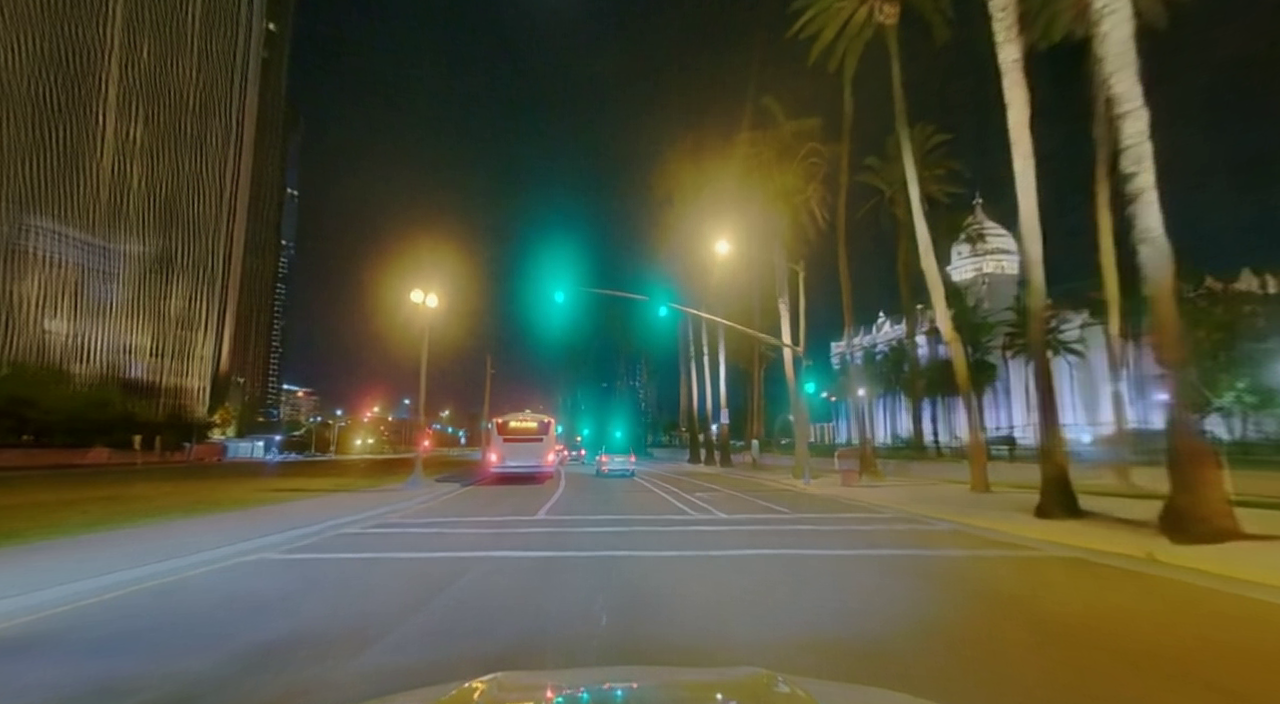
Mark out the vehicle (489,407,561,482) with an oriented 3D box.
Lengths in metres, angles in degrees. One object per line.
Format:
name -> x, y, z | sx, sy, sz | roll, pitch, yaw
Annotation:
vehicle -> -5.246, 4.431, 30.249 | 2.678, 3.042, 8.474 | 1, -8, -6

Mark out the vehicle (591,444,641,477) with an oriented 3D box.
vehicle -> -1.230, 5.282, 30.935 | 2.107, 1.481, 4.097 | 1, -9, -7
